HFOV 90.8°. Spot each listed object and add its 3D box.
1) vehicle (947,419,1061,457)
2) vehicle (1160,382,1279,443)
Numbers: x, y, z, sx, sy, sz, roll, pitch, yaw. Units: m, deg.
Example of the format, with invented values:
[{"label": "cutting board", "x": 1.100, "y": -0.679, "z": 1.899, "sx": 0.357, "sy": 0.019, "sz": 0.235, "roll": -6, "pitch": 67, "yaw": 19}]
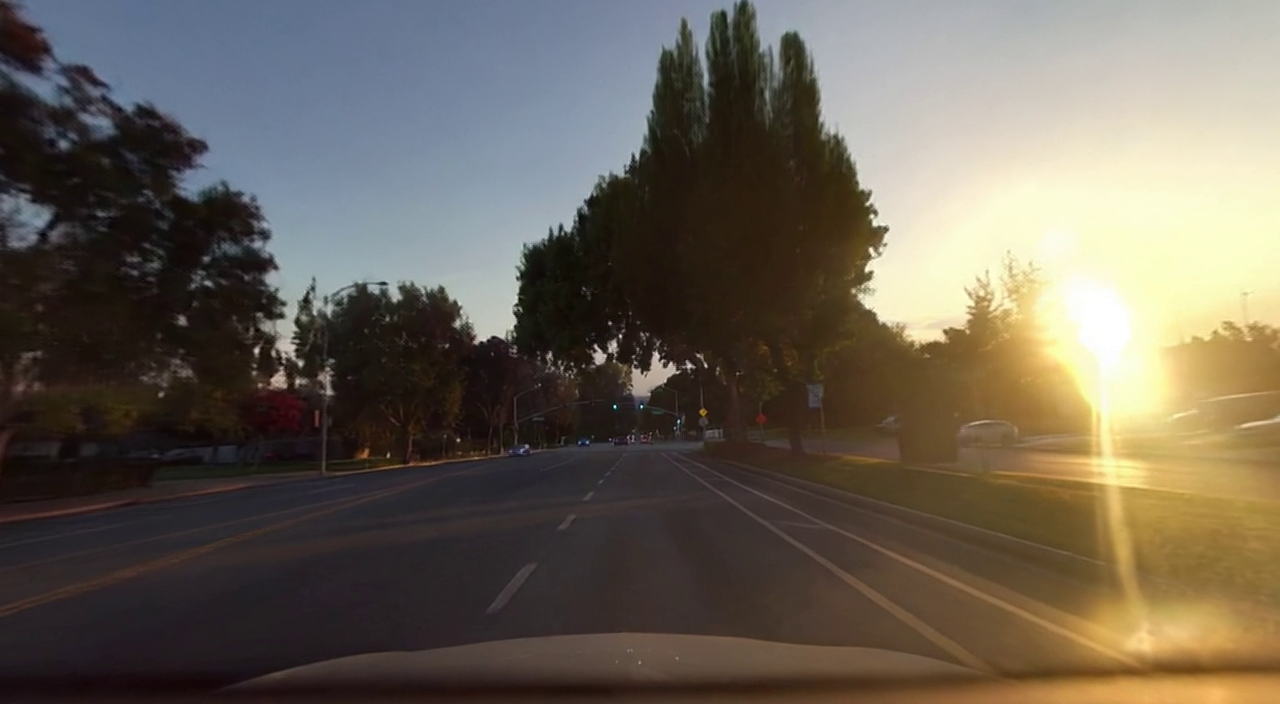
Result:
[{"label": "vehicle", "x": 15.572, "y": 3.731, "z": 27.372, "sx": 1.882, "sy": 1.446, "sz": 4.741, "roll": 0, "pitch": -8, "yaw": -4}, {"label": "vehicle", "x": 22.752, "y": 2.216, "z": 23.678, "sx": 4.512, "sy": 1.837, "sz": 2.059, "roll": -6, "pitch": -8, "yaw": -2}]
